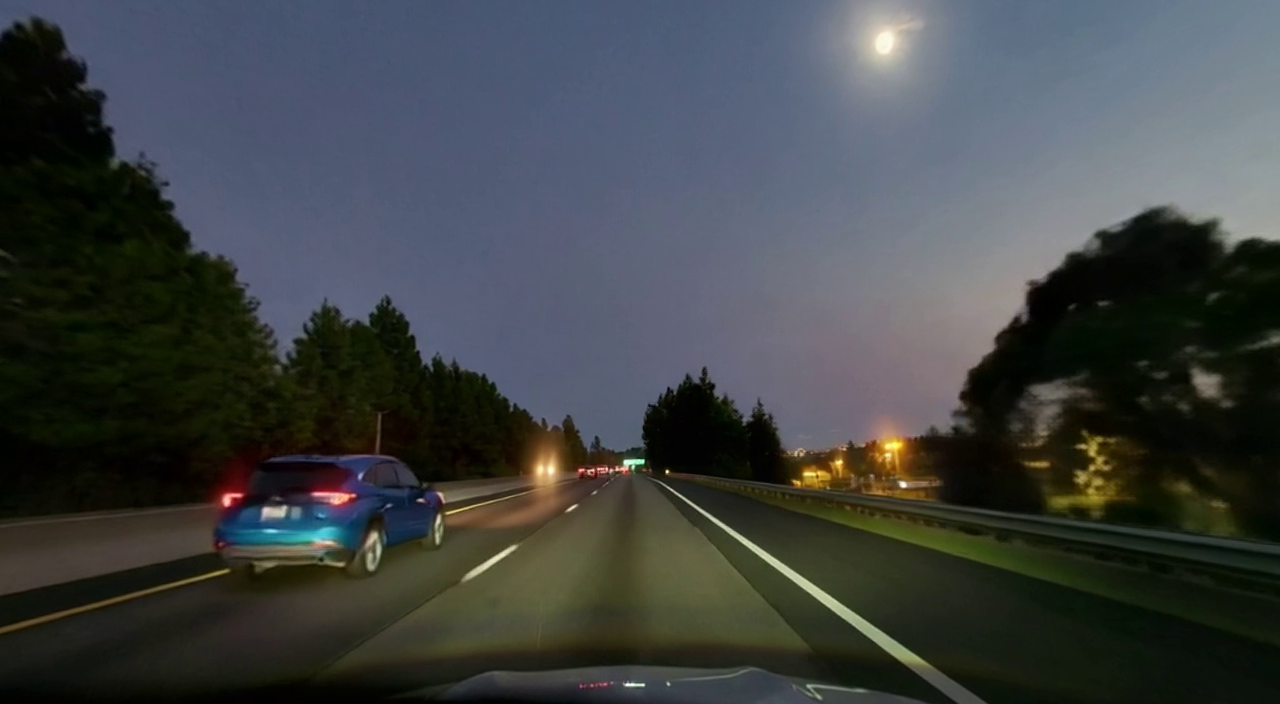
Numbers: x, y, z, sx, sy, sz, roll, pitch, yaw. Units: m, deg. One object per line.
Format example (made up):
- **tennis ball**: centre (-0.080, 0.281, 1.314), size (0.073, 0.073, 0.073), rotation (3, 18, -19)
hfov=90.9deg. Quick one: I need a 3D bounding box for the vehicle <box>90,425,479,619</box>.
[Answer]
- **vehicle**: centre (-3.746, 1.927, 7.981), size (2.123, 1.666, 4.709), rotation (1, -10, 0)
